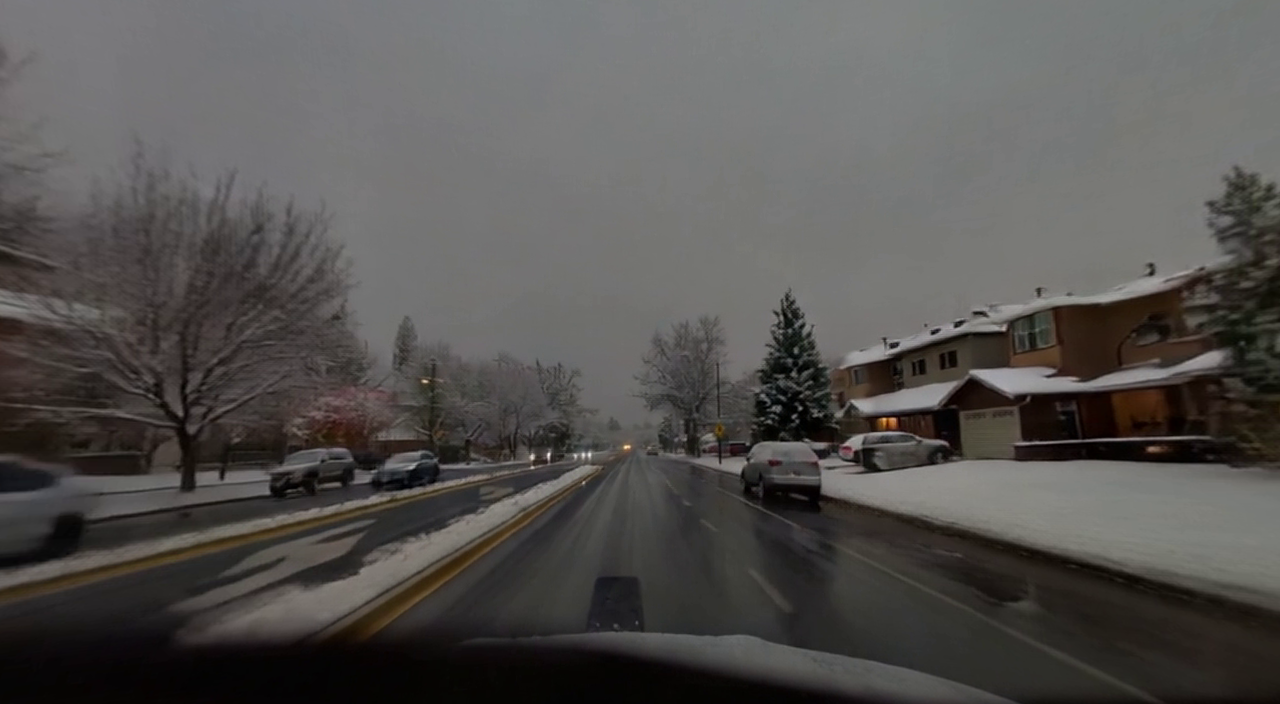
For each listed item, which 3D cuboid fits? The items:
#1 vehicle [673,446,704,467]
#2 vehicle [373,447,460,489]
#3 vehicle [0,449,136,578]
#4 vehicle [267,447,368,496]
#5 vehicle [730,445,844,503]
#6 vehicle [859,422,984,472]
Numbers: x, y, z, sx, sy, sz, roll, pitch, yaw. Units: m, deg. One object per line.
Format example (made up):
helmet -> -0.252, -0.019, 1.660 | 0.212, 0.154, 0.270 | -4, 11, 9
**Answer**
vehicle -> 3.639, 7.971, 48.437 | 1.991, 1.500, 4.562 | 0, -8, 0
vehicle -> -8.815, 4.583, 25.394 | 1.871, 1.484, 4.383 | 0, -8, 0
vehicle -> -8.339, 1.799, 6.821 | 1.986, 1.442, 4.602 | 0, -8, 0
vehicle -> -13.139, 4.839, 26.095 | 1.978, 1.706, 4.310 | -3, -8, -1
vehicle -> 4.035, 3.411, 18.269 | 1.946, 1.431, 4.695 | 0, -8, -3
vehicle -> 11.170, 3.804, 25.258 | 3.999, 1.599, 1.819 | -4, -8, 0
